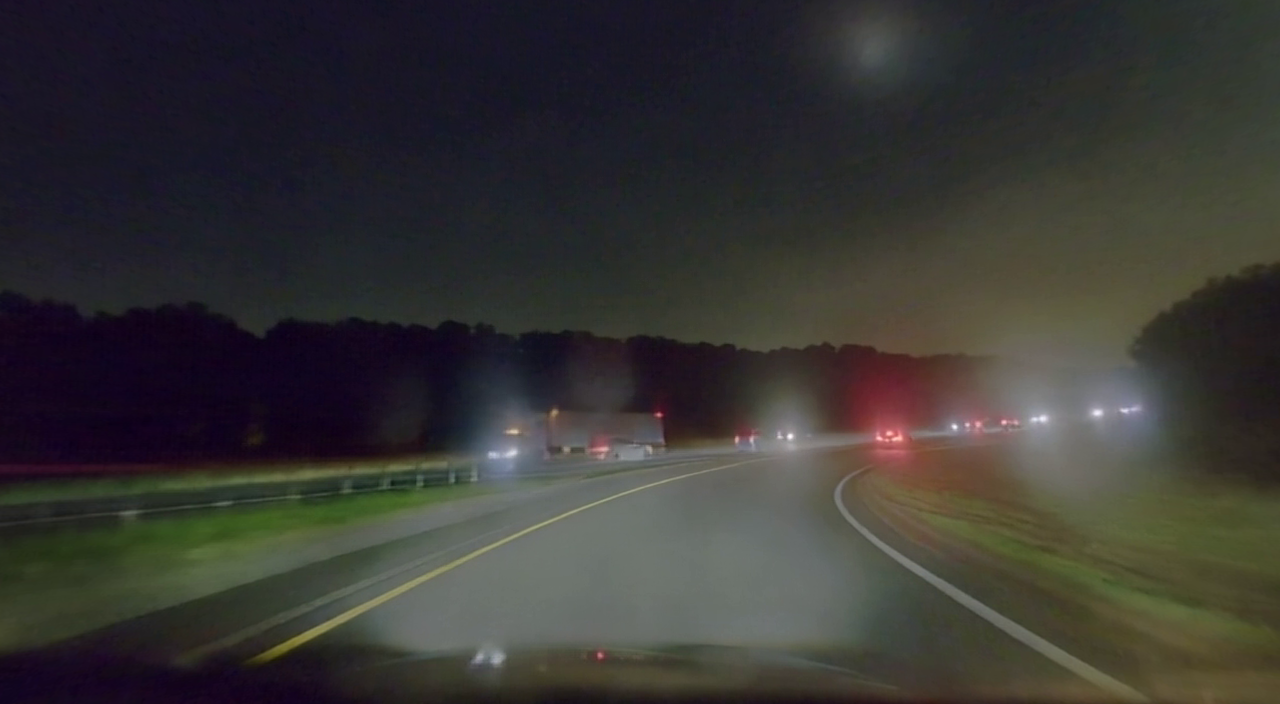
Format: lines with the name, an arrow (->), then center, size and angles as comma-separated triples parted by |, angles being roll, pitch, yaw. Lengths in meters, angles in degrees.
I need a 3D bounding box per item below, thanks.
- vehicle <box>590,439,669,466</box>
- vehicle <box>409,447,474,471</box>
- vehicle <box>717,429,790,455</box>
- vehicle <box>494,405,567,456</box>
vehicle -> -0.558, 6.086, 38.329 | 4.819, 1.496, 1.923 | 8, -11, -44
vehicle -> -12.361, 6.655, 39.289 | 1.596, 1.339, 3.465 | -8, -11, 43
vehicle -> 7.309, 5.747, 40.286 | 4.843, 1.579, 2.135 | 7, -11, -44
vehicle -> -8.521, 6.184, 49.225 | 2.985, 3.697, 4.762 | -8, -11, 43
